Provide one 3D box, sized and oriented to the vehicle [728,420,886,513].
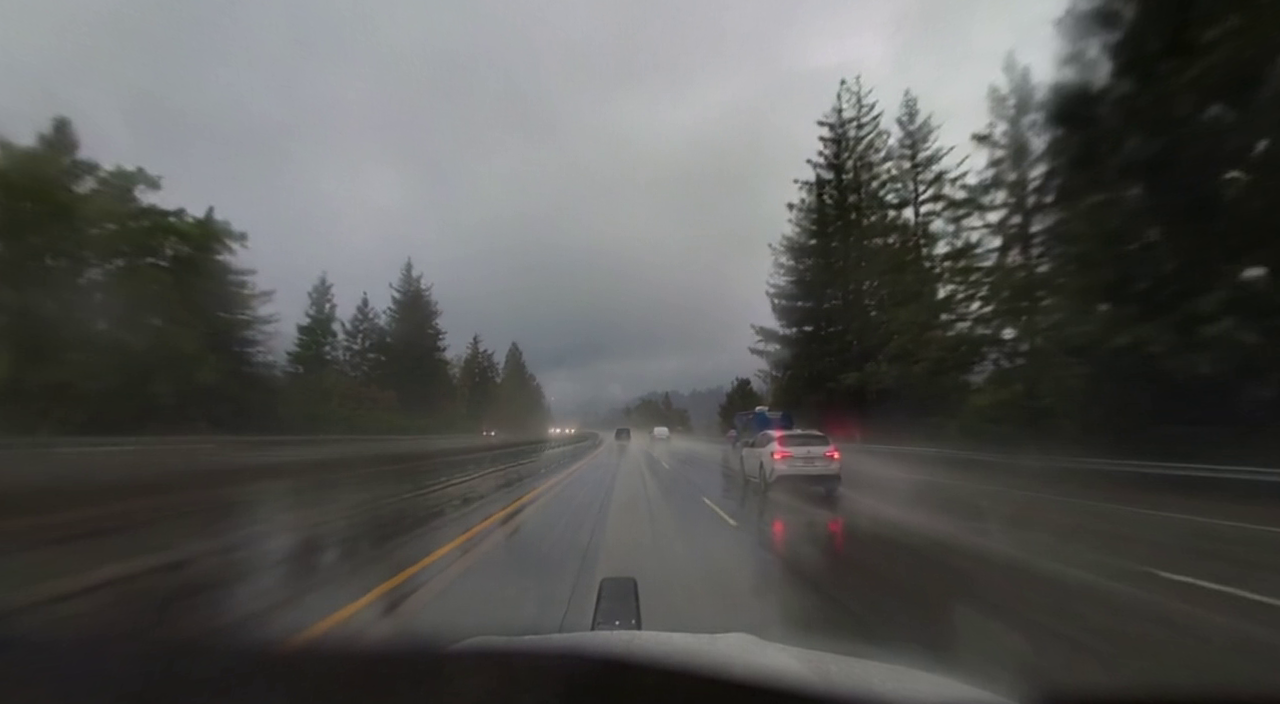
[{"bbox_3d":[3.122,2.218,12.707,2.002,1.569,3.845,0,-8,-2],"label":"vehicle"}]
